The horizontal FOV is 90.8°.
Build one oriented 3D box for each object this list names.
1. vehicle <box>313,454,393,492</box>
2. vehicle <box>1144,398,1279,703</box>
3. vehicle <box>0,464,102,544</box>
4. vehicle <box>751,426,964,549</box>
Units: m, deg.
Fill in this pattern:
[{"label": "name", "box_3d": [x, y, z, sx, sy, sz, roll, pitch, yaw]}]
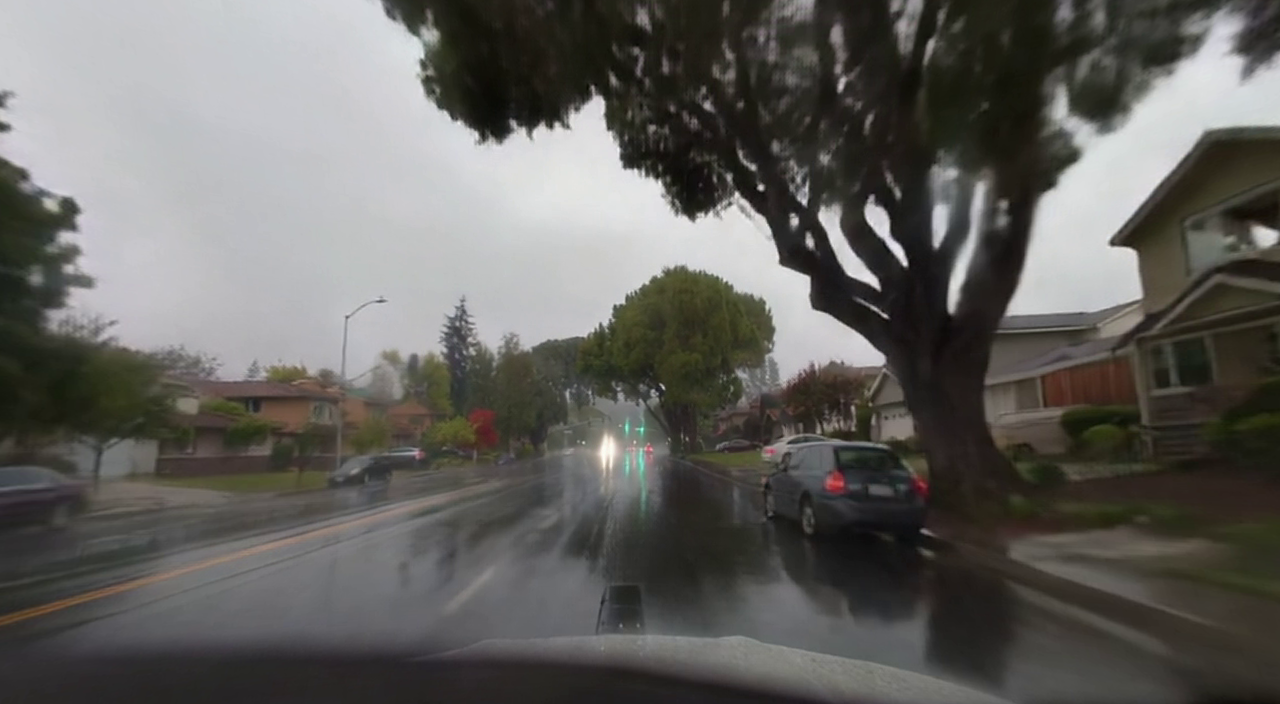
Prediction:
[{"label": "vehicle", "box_3d": [-13.934, 5.856, 30.983, 1.876, 1.495, 4.647, -4, -9, -2]}, {"label": "vehicle", "box_3d": [3.447, 0.639, 0.278, 2.034, 1.551, 5.272, 0, -9, -1]}, {"label": "vehicle", "box_3d": [-13.809, 3.082, 12.669, 2.021, 1.513, 4.568, 0, -9, -1]}, {"label": "vehicle", "box_3d": [3.428, 2.227, 11.100, 2.078, 1.679, 4.562, 0, -9, 0]}]
